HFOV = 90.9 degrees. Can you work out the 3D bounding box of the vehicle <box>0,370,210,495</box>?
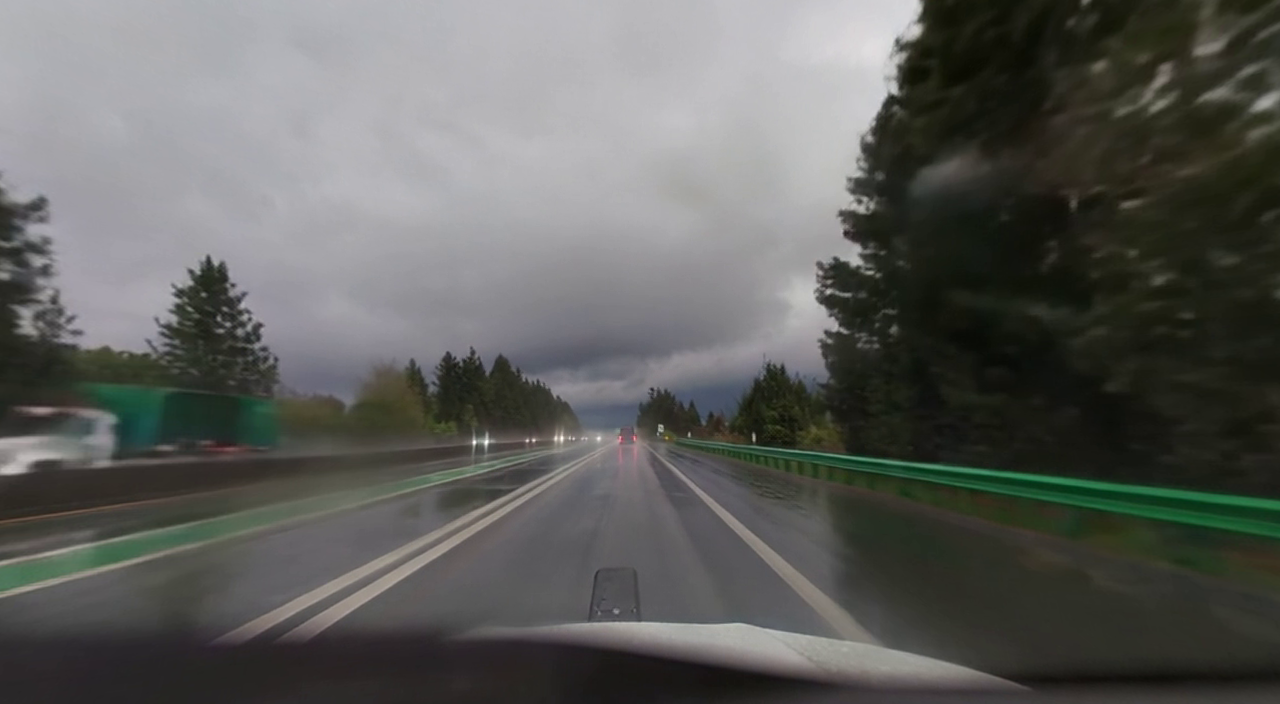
[{"bbox_3d":[-17.360,2.577,20.263,2.903,3.412,5.821,0,-7,-2],"label":"vehicle"}]
